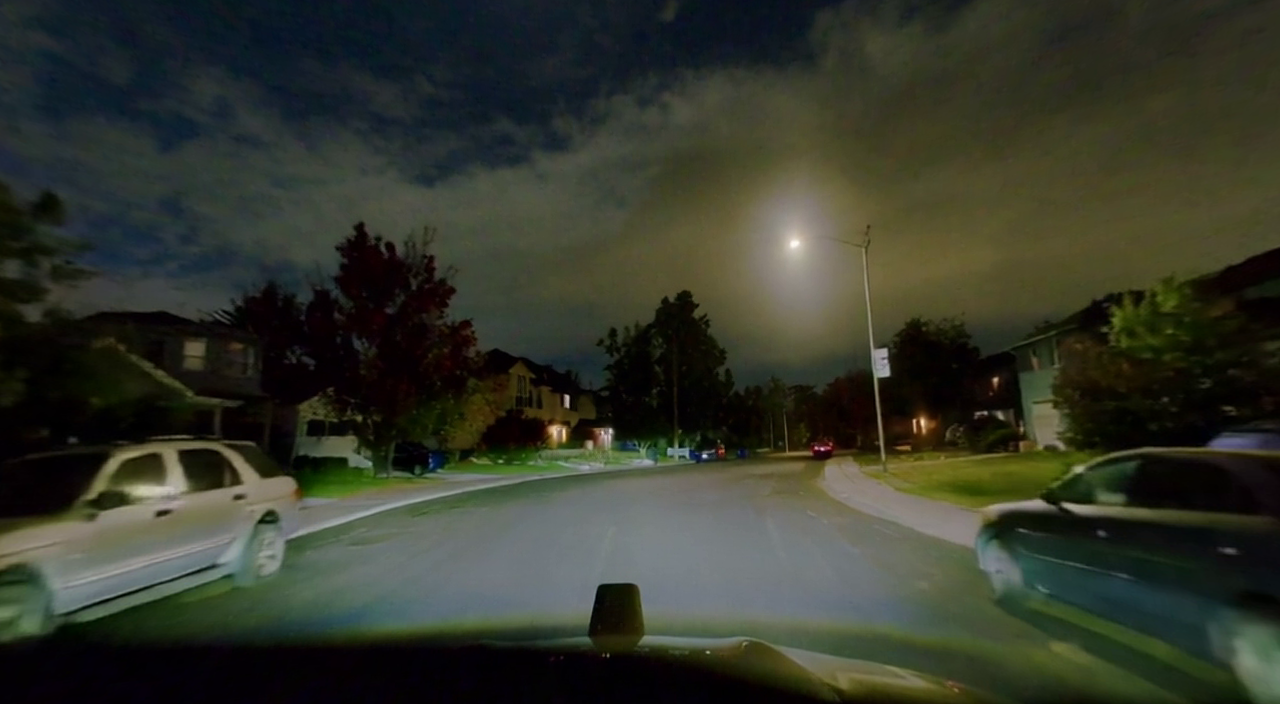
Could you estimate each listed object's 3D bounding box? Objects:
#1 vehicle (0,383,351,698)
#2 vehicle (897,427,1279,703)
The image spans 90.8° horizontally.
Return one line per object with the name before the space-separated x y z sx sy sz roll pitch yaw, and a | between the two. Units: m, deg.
vehicle | -4.926 1.368 5.440 2.409 1.815 5.093 0 -9 0
vehicle | 3.651 1.196 3.730 2.071 1.463 4.876 0 -8 -2
